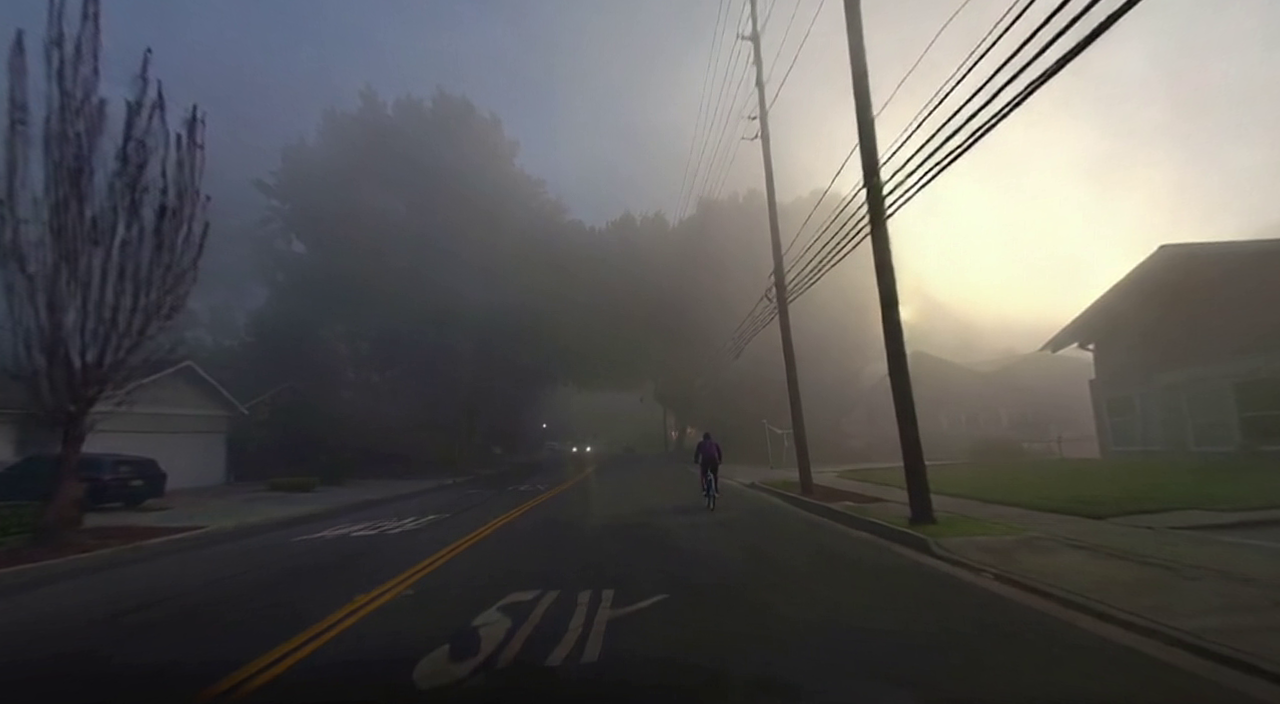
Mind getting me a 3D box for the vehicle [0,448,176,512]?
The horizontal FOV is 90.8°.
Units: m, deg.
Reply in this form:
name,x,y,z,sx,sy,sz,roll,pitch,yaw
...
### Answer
name,x,y,z,sx,sy,sz,roll,pitch,yaw
vehicle,-14.520,3.193,15.952,4.143,1.480,1.755,0,-8,-2
